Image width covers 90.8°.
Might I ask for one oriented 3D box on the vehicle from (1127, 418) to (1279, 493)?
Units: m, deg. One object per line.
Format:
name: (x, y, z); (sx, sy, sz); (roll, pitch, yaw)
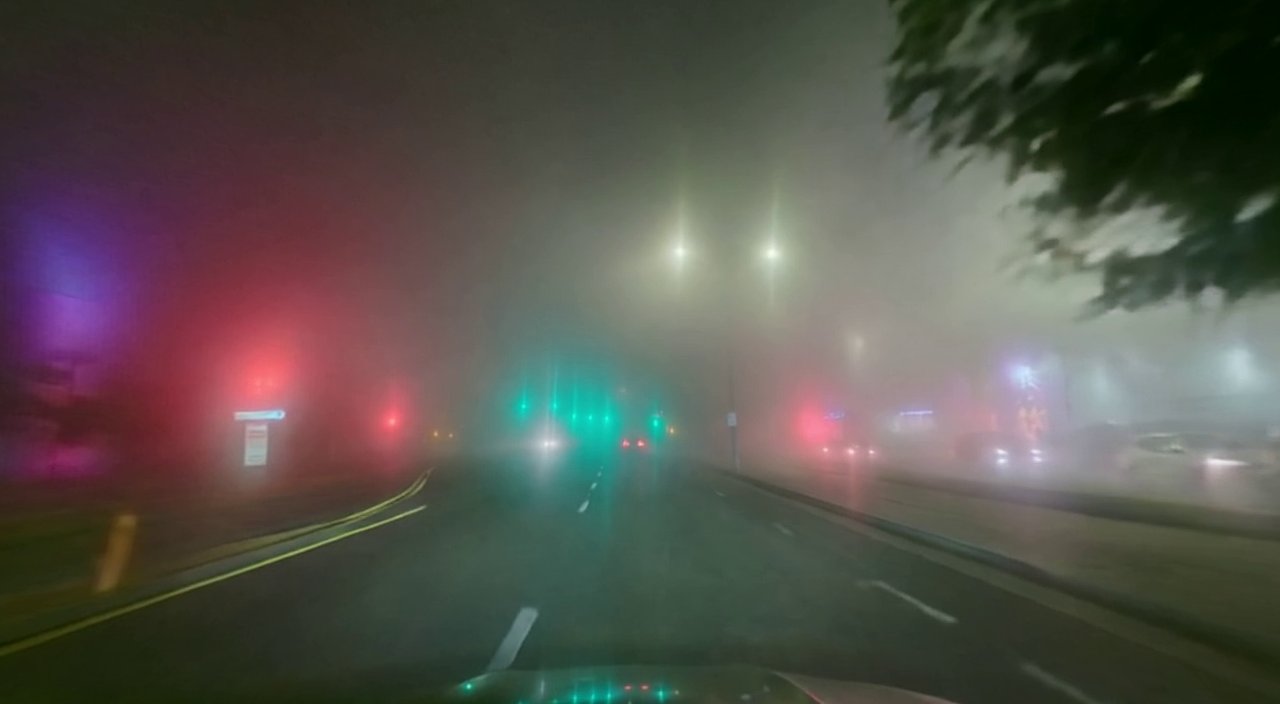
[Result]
vehicle: (13.964, 2.313, 14.339); (4.228, 1.548, 1.881); (0, -8, -1)

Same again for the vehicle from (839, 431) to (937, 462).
vehicle: (13.191, 5.027, 33.766); (4.395, 1.497, 1.975); (-1, -7, -1)

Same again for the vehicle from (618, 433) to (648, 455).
vehicle: (-0.582, 7.196, 49.558); (2.230, 1.683, 4.204); (0, -8, -2)

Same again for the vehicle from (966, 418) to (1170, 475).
vehicle: (13.258, 2.956, 19.837); (4.769, 1.636, 2.281); (0, -8, -2)
